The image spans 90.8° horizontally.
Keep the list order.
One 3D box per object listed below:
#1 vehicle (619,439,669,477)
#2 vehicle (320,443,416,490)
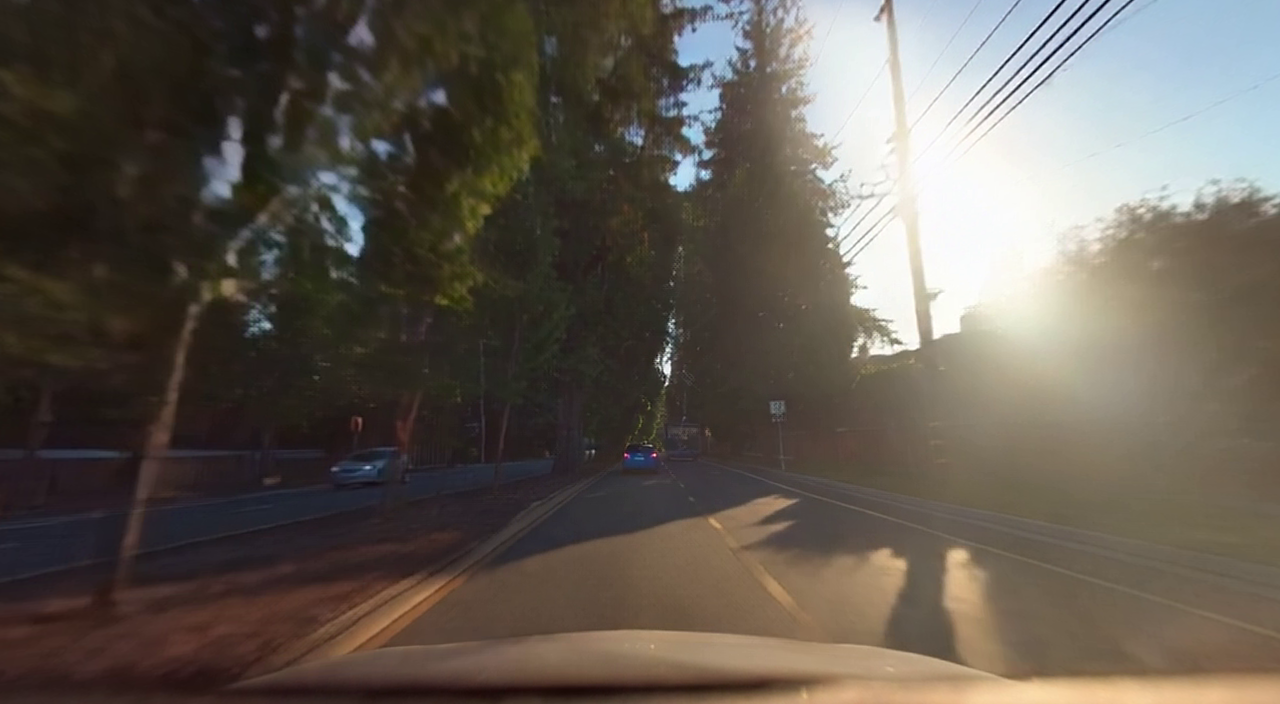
[{"bbox_3d":[0.177,4.604,27.640,2.018,1.511,3.993,0,-8,0],"label":"vehicle"},{"bbox_3d":[-11.342,4.782,26.726,1.951,1.795,4.579,0,-8,1],"label":"vehicle"}]
